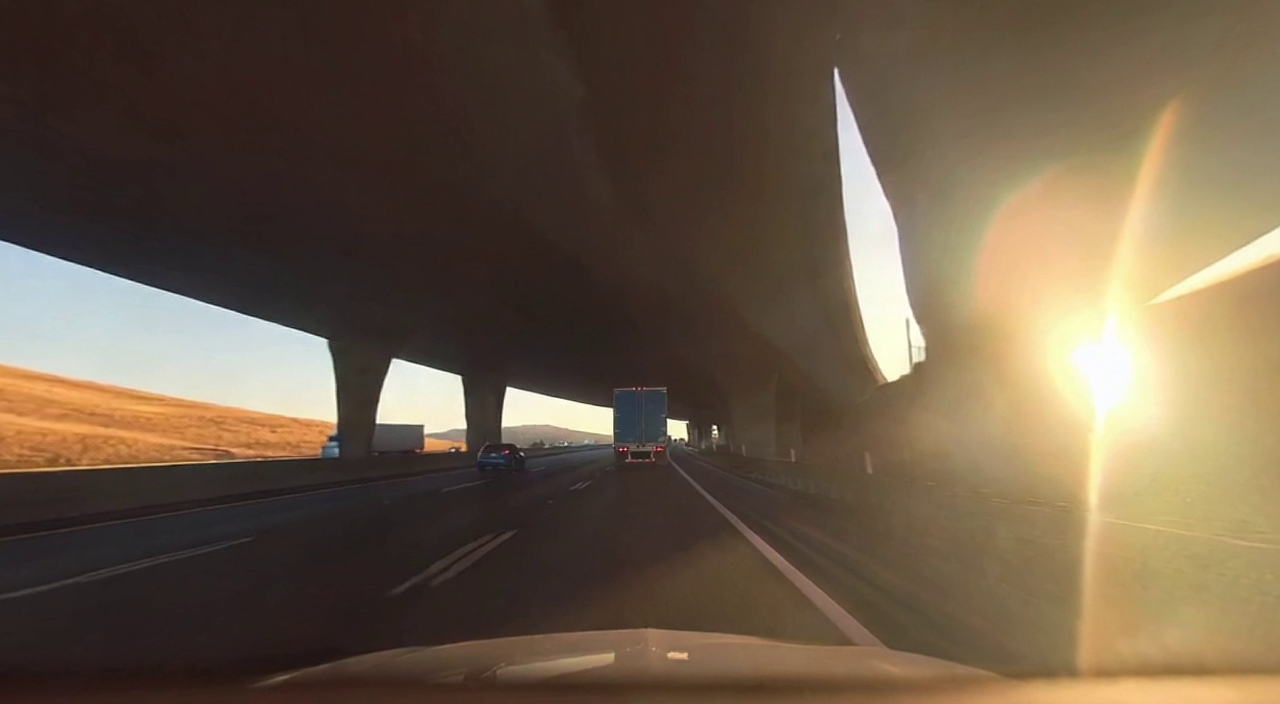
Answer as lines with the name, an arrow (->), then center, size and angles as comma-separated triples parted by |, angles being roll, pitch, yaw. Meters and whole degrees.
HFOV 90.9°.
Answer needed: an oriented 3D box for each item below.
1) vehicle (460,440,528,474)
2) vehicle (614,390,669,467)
vehicle -> -6.965, 5.043, 30.585 | 2.078, 1.496, 4.563 | 0, -8, 1
vehicle -> 0.061, 4.839, 38.810 | 2.866, 4.014, 11.261 | 0, -8, 0
